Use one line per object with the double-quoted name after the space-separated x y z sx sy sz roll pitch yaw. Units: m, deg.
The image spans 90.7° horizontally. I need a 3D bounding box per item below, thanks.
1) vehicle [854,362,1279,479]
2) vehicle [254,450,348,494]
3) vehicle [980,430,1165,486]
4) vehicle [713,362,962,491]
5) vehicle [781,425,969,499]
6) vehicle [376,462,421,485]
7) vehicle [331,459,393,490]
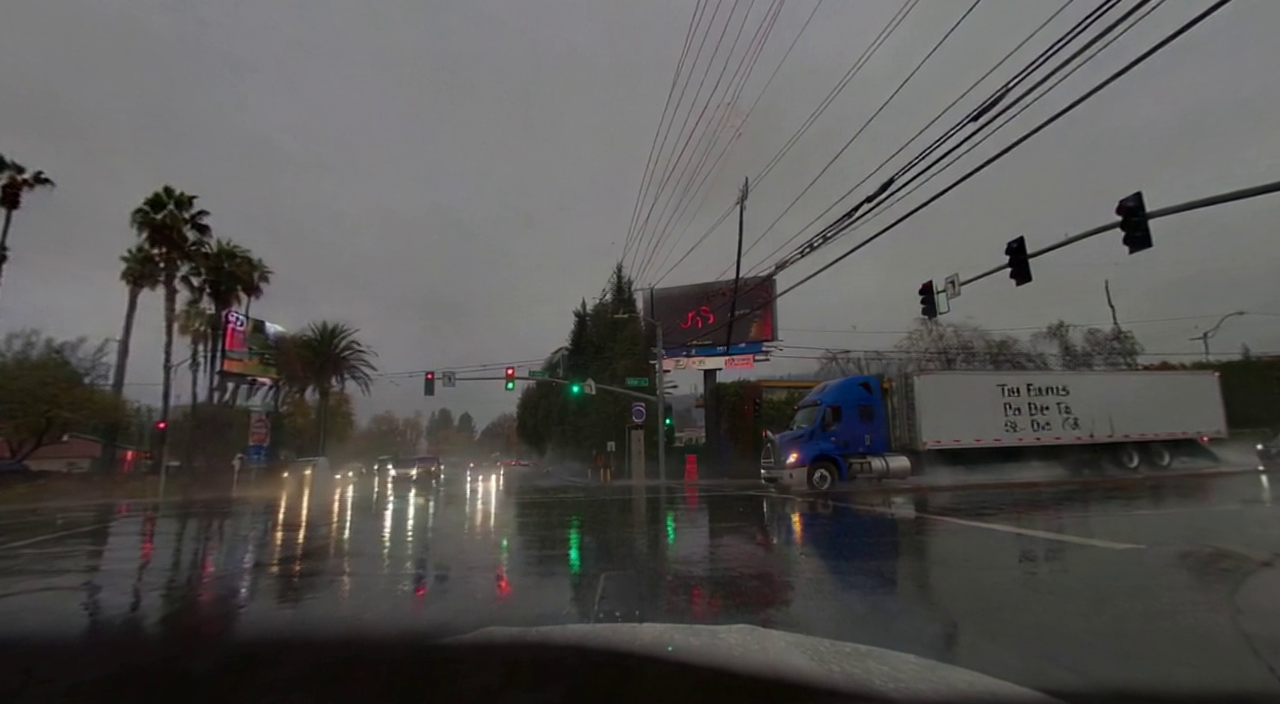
17.362 2.771 25.350 17.071 4.151 2.876 1 -9 -10 "vehicle"
-22.111 7.791 41.656 2.989 2.573 6.053 0 -9 -3 "vehicle"
14.450 3.557 21.280 4.958 1.510 1.949 -2 -10 -8 "vehicle"
7.144 2.811 23.625 8.167 4.352 3.029 1 -9 -9 "vehicle"
7.457 3.528 20.397 5.079 1.893 2.200 -2 -10 -10 "vehicle"
-18.552 9.329 48.777 1.834 1.521 4.970 0 -9 -4 "vehicle"
-17.702 7.797 40.591 2.028 1.744 4.876 0 -9 -4 "vehicle"
